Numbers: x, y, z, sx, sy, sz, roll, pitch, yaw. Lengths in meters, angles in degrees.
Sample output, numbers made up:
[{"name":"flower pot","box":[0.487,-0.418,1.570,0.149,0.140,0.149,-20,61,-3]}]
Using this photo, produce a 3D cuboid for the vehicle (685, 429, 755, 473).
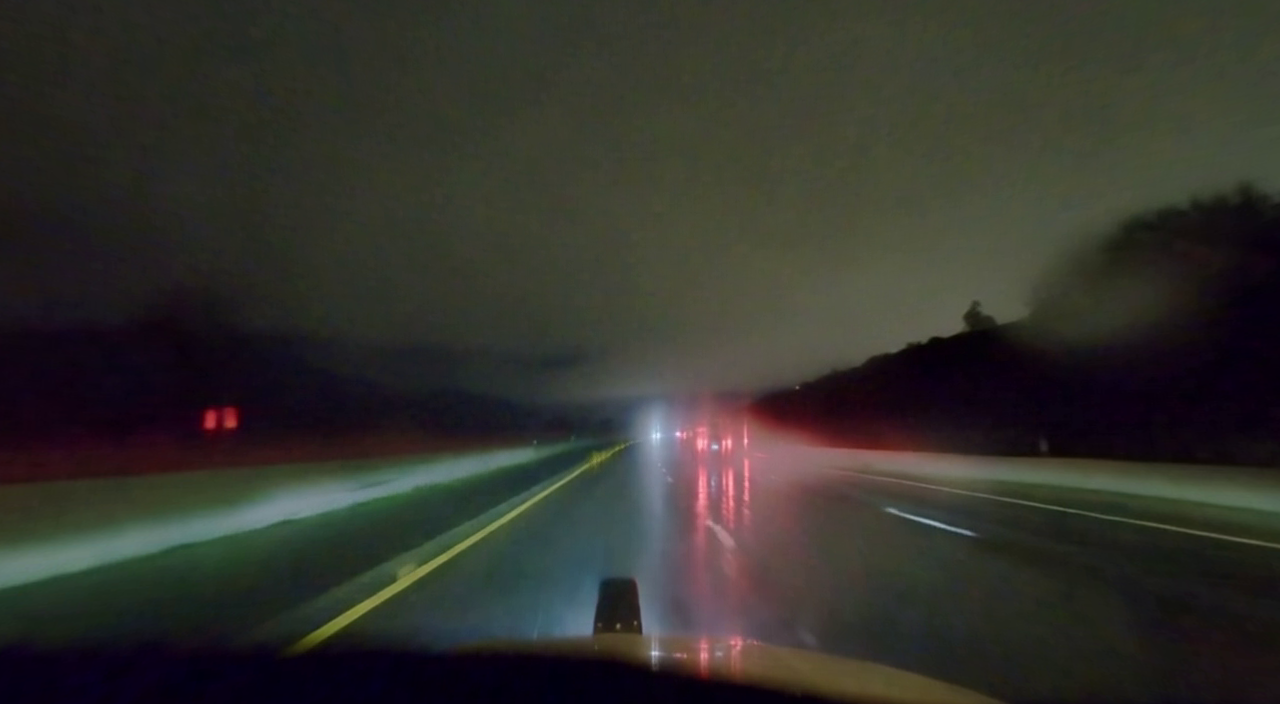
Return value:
[{"name":"vehicle","box":[3.048,3.883,24.939,2.084,1.583,4.420,0,-8,-1]}]
